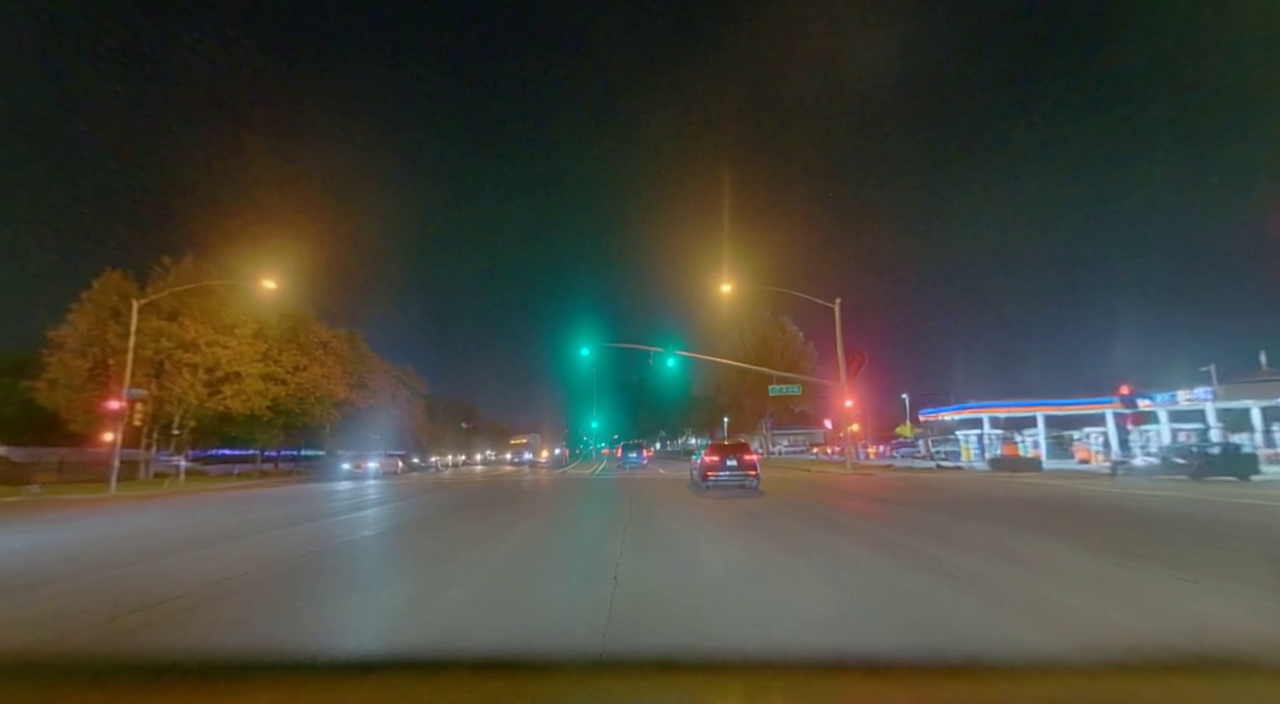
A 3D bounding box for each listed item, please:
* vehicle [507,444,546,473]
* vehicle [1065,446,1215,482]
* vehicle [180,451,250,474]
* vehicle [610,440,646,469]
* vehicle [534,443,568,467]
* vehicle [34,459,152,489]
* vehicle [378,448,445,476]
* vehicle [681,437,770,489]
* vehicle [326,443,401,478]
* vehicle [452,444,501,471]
[{"bbox_3d":[-6.340,5.923,35.540,1.972,1.466,4.493,2,-8,-9],"label":"vehicle"},{"bbox_3d":[21.217,4.754,26.969,4.637,1.443,2.050,-1,-8,1],"label":"vehicle"},{"bbox_3d":[-29.583,7.689,44.000,3.640,1.462,1.660,-1,-8,1],"label":"vehicle"},{"bbox_3d":[-0.749,6.003,37.261,2.029,1.605,3.827,0,-8,-3],"label":"vehicle"},{"bbox_3d":[-6.213,7.206,44.566,1.953,1.526,4.349,0,-8,-3],"label":"vehicle"},{"bbox_3d":[-28.607,6.375,33.138,4.428,1.416,1.759,0,-8,-2],"label":"vehicle"},{"bbox_3d":[-13.378,6.460,37.407,2.186,1.532,5.087,0,-8,-2],"label":"vehicle"},{"bbox_3d":[2.617,3.536,20.465,2.061,1.487,4.462,0,-9,-3],"label":"vehicle"},{"bbox_3d":[-16.629,6.537,38.338,2.191,1.926,5.787,0,-9,-3],"label":"vehicle"},{"bbox_3d":[-10.035,6.502,39.196,2.165,1.557,4.515,1,-9,-5],"label":"vehicle"}]
